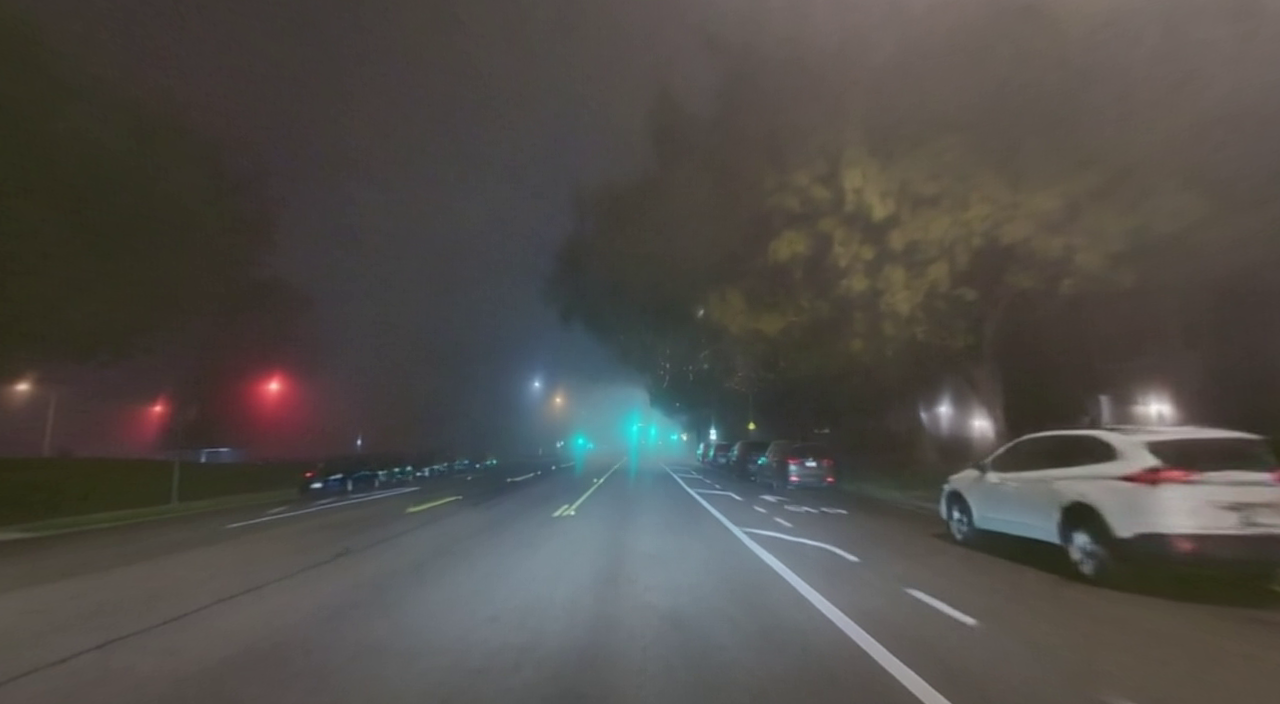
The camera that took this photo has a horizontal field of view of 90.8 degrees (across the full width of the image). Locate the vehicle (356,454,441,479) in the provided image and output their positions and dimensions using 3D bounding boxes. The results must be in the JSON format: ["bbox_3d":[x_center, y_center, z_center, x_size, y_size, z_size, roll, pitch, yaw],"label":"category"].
[{"bbox_3d":[-15.868,7.540,41.714,4.826,1.491,2.086,0,-8,-3],"label":"vehicle"}]

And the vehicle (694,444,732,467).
[{"bbox_3d":[4.841,6.873,42.293,1.935,1.433,4.241,0,-8,-1],"label":"vehicle"}]

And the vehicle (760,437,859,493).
[{"bbox_3d":[5.139,3.460,19.721,1.837,1.532,3.886,0,-8,-3],"label":"vehicle"}]

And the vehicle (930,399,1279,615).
[{"bbox_3d":[5.316,1.535,7.176,1.990,1.694,4.179,0,-8,-1],"label":"vehicle"}]
